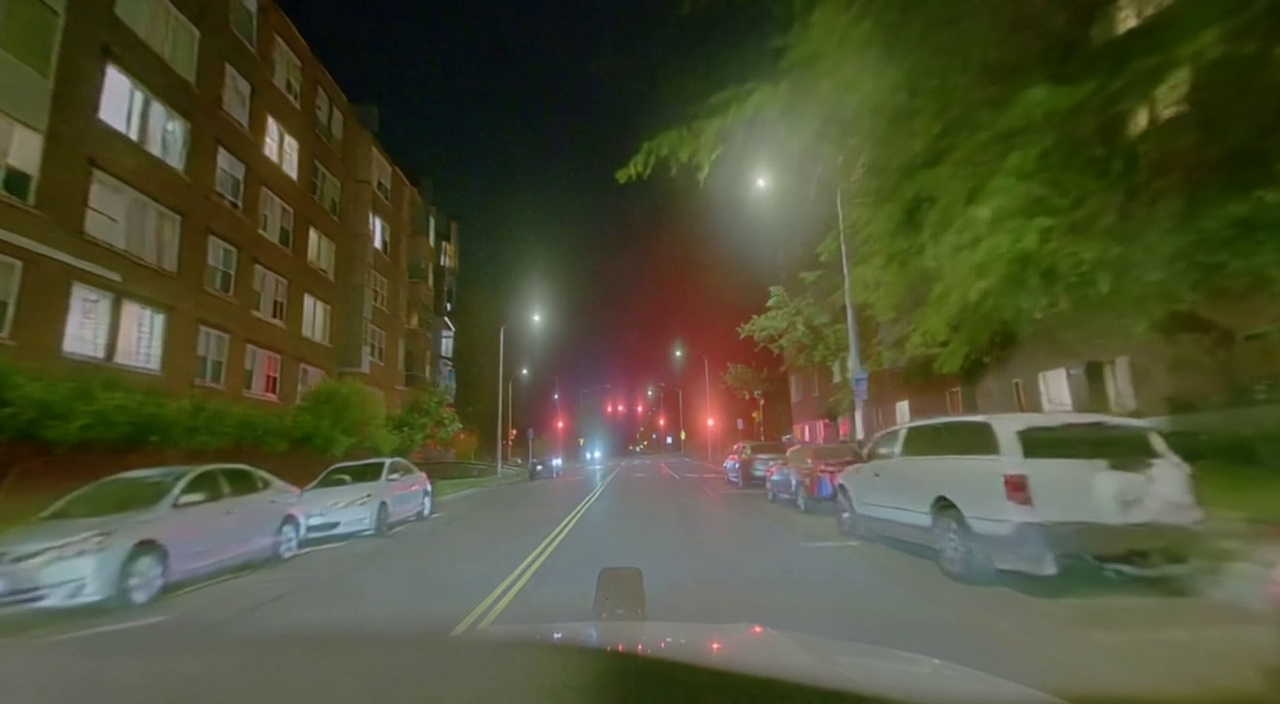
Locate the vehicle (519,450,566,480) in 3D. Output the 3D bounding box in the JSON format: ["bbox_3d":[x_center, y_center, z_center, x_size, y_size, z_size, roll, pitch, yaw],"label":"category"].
[{"bbox_3d":[-5.770,6.737,37.952,1.947,1.473,4.397,-5,-9,1],"label":"vehicle"}]

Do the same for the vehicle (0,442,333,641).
[{"bbox_3d":[-5.841,2.066,7.846,1.929,1.681,4.216,-5,-8,0],"label":"vehicle"}]

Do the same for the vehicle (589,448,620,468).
[{"bbox_3d":[-2.669,8.073,48.256,2.029,1.438,4.313,0,-8,0],"label":"vehicle"}]

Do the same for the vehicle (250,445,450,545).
[{"bbox_3d":[-5.951,2.938,13.765,2.142,1.775,4.428,0,-8,2],"label":"vehicle"}]

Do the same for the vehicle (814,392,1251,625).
[{"bbox_3d":[3.939,1.663,7.915,2.093,1.857,5.414,1,-8,1],"label":"vehicle"}]
